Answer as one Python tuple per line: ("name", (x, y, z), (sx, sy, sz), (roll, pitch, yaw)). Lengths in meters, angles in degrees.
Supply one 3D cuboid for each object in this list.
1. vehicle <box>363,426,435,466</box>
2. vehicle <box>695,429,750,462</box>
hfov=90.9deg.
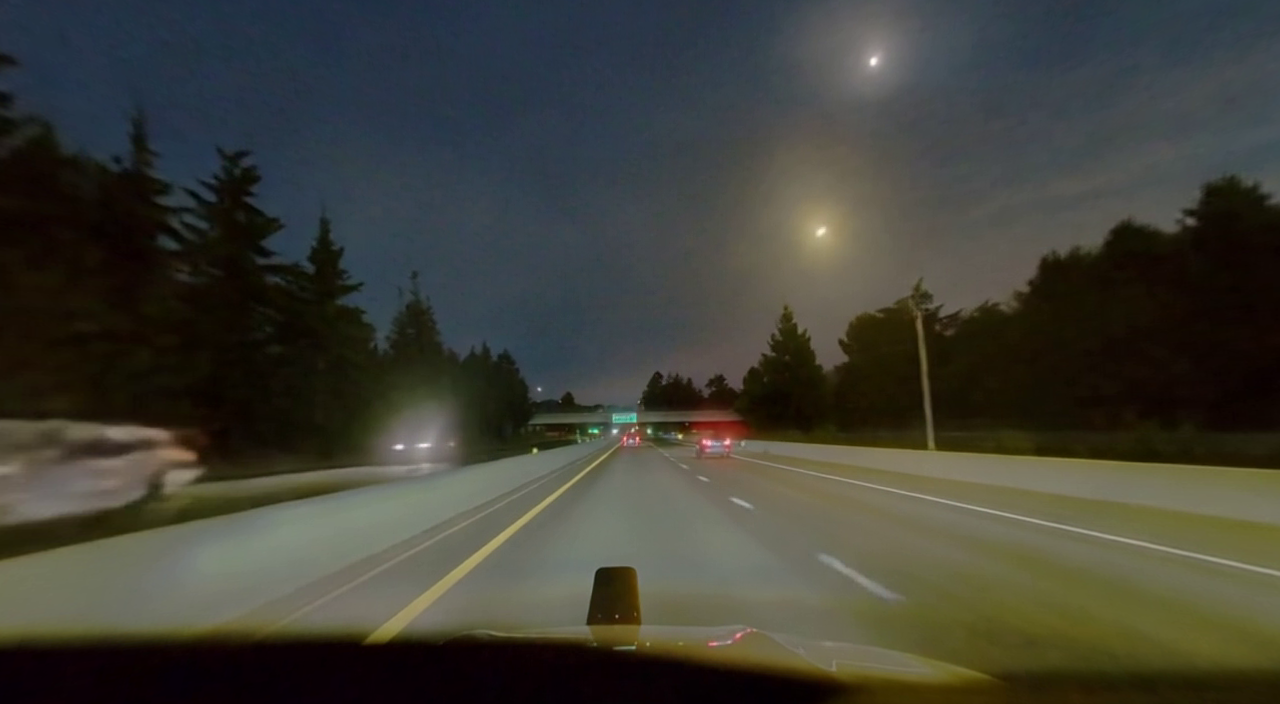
("vehicle", (-13.466, 5.292, 35.577), (2.209, 2.081, 4.772), (0, -8, -1))
("vehicle", (4.023, 4.632, 31.436), (2.010, 1.526, 4.438), (0, -8, -2))
